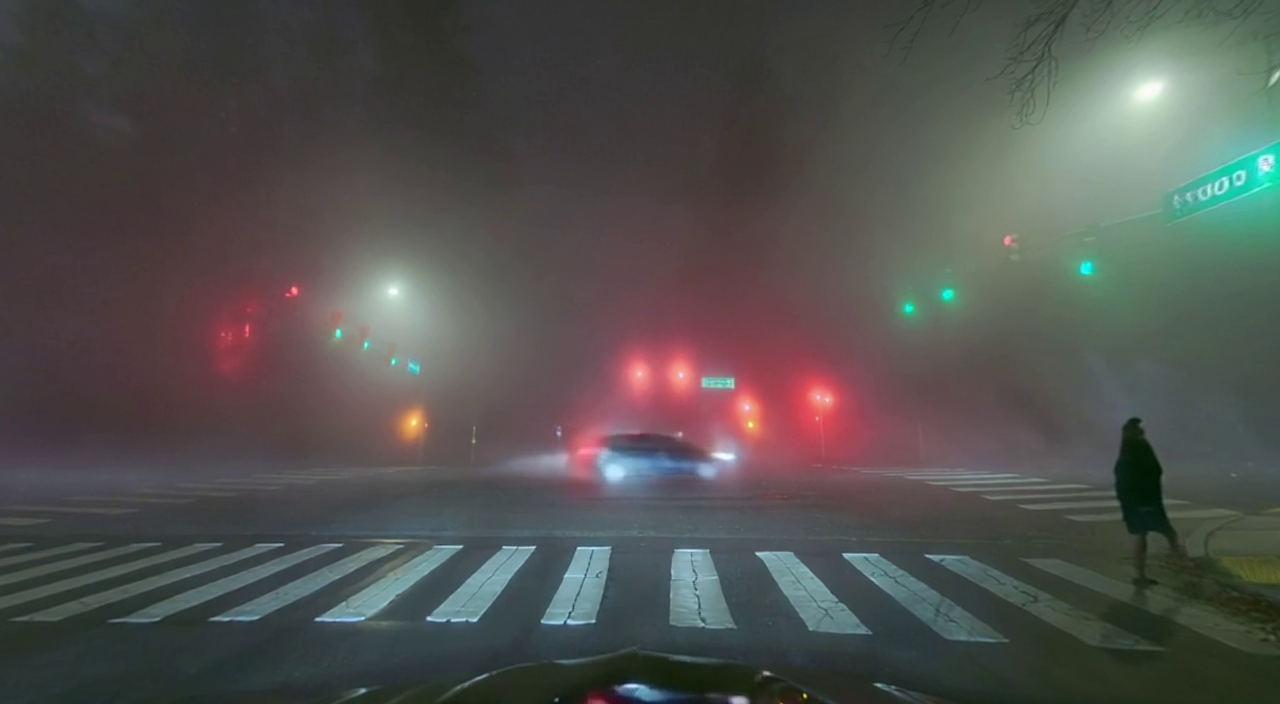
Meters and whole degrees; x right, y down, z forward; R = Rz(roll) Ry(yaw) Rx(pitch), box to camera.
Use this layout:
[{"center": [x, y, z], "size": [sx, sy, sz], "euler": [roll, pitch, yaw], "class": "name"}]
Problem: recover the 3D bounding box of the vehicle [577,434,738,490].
[{"center": [0.499, 3.230, 18.709], "size": [4.502, 1.512, 1.917], "euler": [0, -9, 0], "class": "vehicle"}]
